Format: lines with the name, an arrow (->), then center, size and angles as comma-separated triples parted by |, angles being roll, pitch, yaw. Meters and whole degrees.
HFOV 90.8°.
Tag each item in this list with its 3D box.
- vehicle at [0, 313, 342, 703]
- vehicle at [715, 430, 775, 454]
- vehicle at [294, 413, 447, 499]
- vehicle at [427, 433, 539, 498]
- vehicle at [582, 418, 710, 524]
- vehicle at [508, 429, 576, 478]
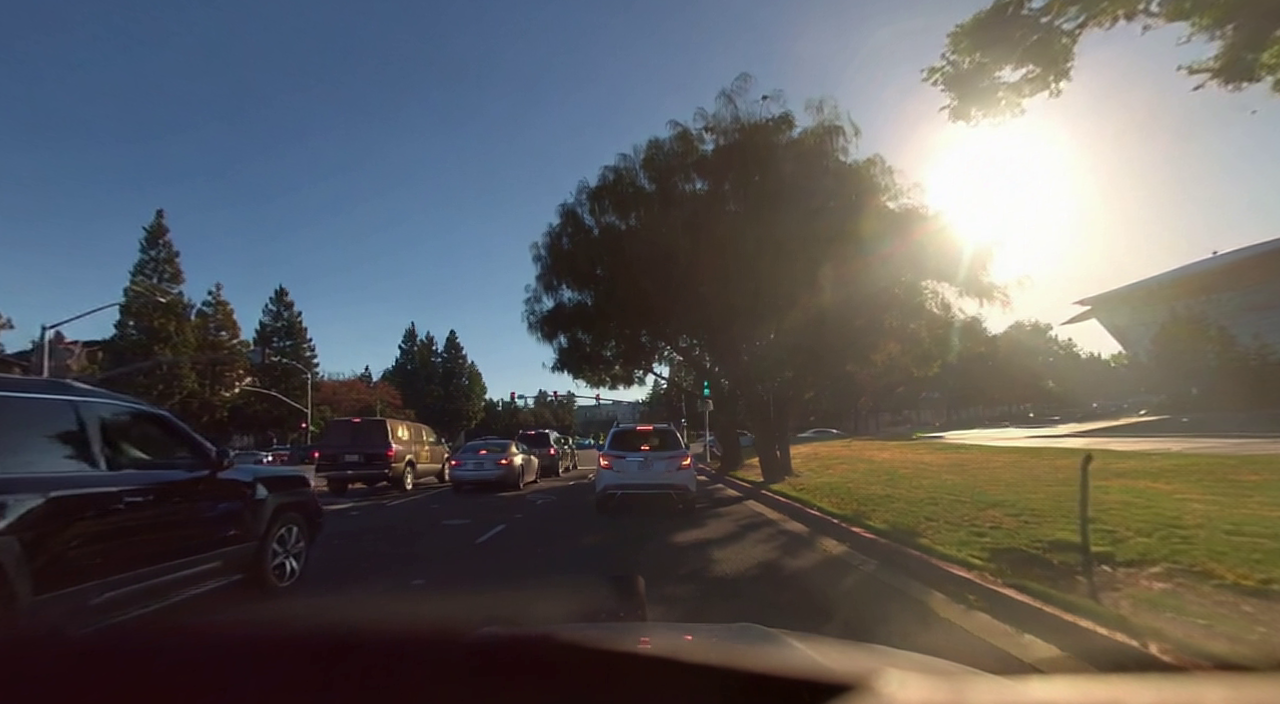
vehicle -> -4.069, 0.937, 3.847 | 2.088, 1.947, 5.119 | 0, -9, -1
vehicle -> 7.683, 6.609, 46.283 | 4.198, 1.751, 1.935 | -2, -9, 11
vehicle -> -7.401, 2.946, 18.145 | 2.195, 2.093, 5.185 | 0, -9, -1
vehicle -> -4.068, 3.017, 17.180 | 1.942, 1.523, 4.212 | 0, -9, 0
vehicle -> 0.090, 2.229, 12.338 | 2.055, 1.681, 4.270 | 0, -9, 0
vehicle -> -3.917, 4.143, 25.956 | 2.043, 1.813, 4.549 | 0, -9, 0
